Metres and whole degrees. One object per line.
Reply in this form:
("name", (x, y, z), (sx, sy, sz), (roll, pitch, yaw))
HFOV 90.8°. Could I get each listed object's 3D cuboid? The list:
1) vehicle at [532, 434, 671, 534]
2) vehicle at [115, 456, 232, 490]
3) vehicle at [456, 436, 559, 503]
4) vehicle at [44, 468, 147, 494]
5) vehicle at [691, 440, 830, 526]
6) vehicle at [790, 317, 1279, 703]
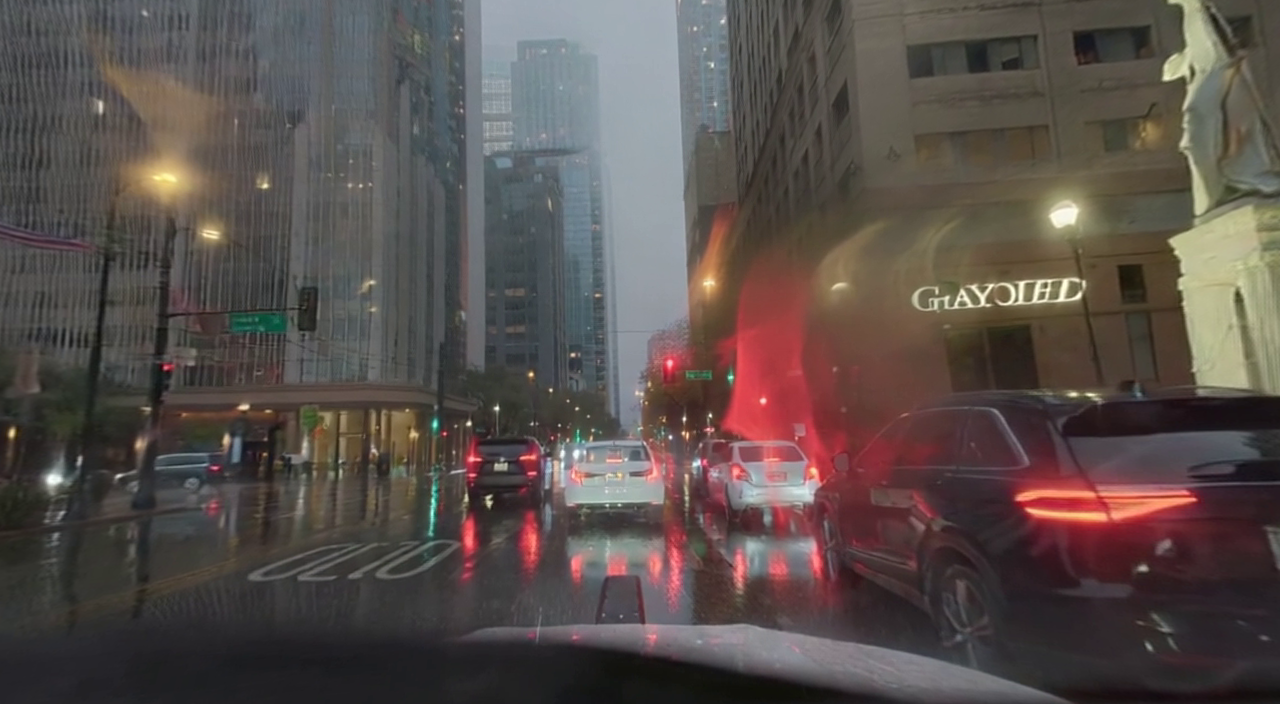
("vehicle", (-0.610, 2.313, 11.665), (2.096, 1.492, 4.071), (0, -9, -1))
("vehicle", (-25.463, 6.600, 34.643), (4.612, 1.752, 1.953), (1, -9, -10))
("vehicle", (-3.578, 3.262, 18.096), (2.045, 1.633, 4.864), (0, -9, -2))
("vehicle", (-32.362, 7.640, 37.619), (4.392, 1.427, 1.764), (0, -9, -1))
("vehicle", (2.244, 2.562, 12.989), (1.943, 1.449, 4.202), (0, -9, -1))
("vehicle", (2.629, 1.085, 4.251), (2.096, 1.775, 4.440), (0, -9, -1))
